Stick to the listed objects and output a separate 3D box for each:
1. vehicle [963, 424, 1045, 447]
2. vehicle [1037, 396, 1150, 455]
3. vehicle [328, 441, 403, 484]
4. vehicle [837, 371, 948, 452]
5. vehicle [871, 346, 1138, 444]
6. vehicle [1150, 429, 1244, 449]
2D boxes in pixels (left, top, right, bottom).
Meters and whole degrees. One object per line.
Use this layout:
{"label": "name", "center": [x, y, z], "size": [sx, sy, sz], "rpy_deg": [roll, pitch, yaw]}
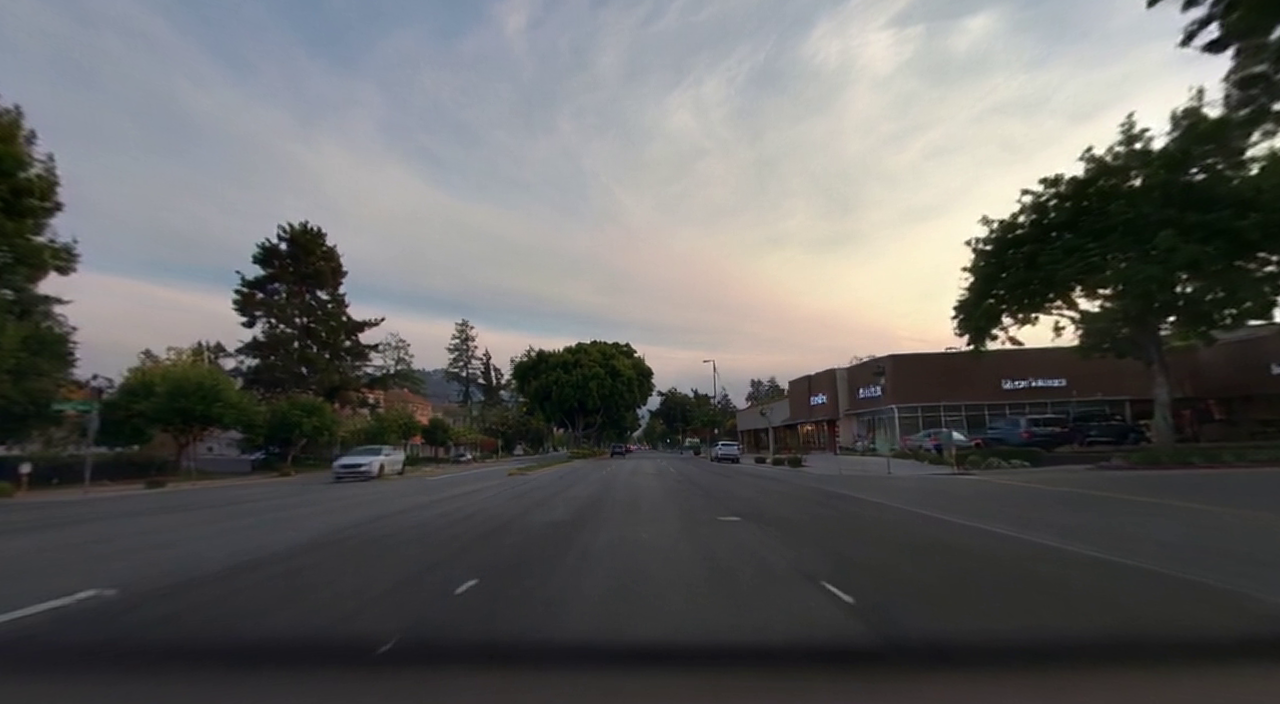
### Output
{"label": "vehicle", "center": [24.886, 5.740, 43.372], "size": [4.712, 1.527, 0.932], "rpy_deg": [-4, -10, 27]}
{"label": "vehicle", "center": [25.893, 4.305, 36.414], "size": [4.543, 3.105, 4.010], "rpy_deg": [-4, -10, 27]}
{"label": "vehicle", "center": [-11.600, 4.669, 26.904], "size": [1.813, 1.727, 3.009], "rpy_deg": [0, -9, 0]}
{"label": "vehicle", "center": [15.751, 3.804, 38.921], "size": [9.886, 4.618, 0.062], "rpy_deg": [5, -10, -30]}
{"label": "vehicle", "center": [26.026, 3.454, 46.671], "size": [16.415, 6.611, 1.394], "rpy_deg": [-4, -9, 26]}
{"label": "vehicle", "center": [28.943, 4.537, 32.903], "size": [3.278, 0.997, 1.511], "rpy_deg": [-1, -9, 7]}
